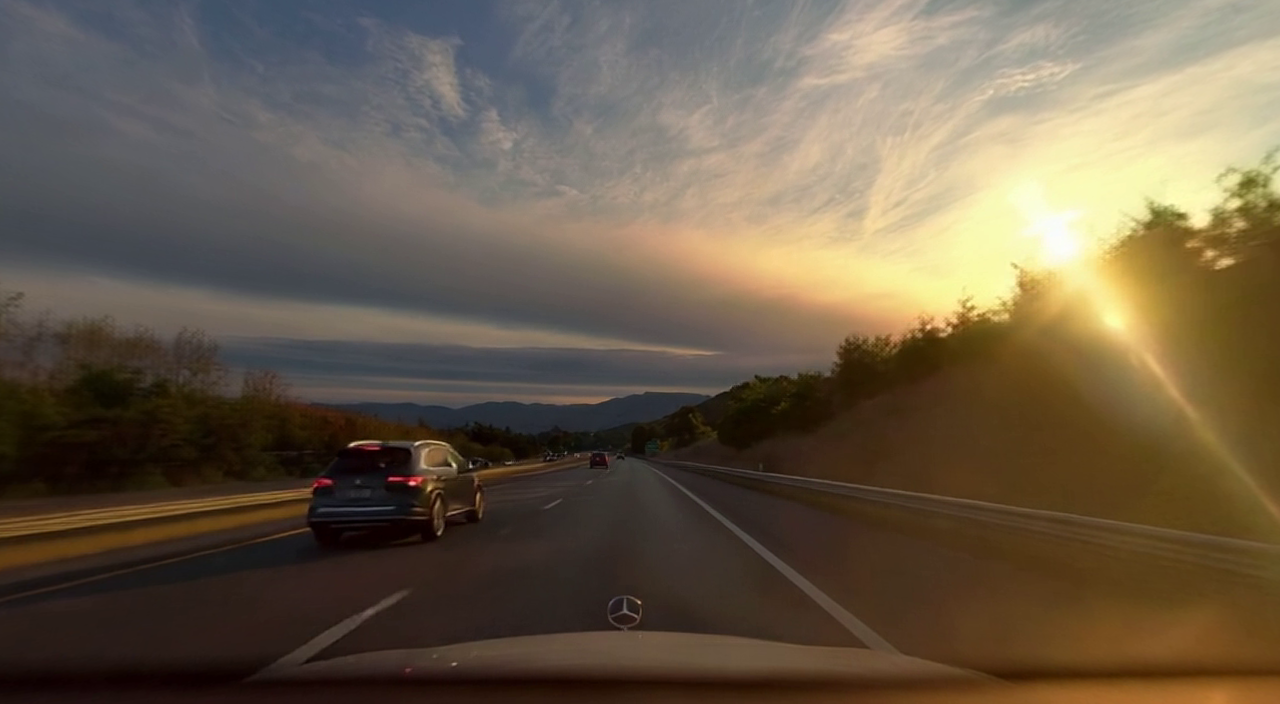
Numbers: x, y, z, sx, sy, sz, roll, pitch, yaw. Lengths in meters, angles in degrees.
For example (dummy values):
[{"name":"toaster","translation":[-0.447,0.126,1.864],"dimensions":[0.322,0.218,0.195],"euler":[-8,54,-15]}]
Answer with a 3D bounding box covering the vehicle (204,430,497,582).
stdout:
[{"name":"vehicle","translation":[-3.780,2.083,9.397],"dimensions":[2.135,1.686,4.517],"euler":[0,-9,1]}]
